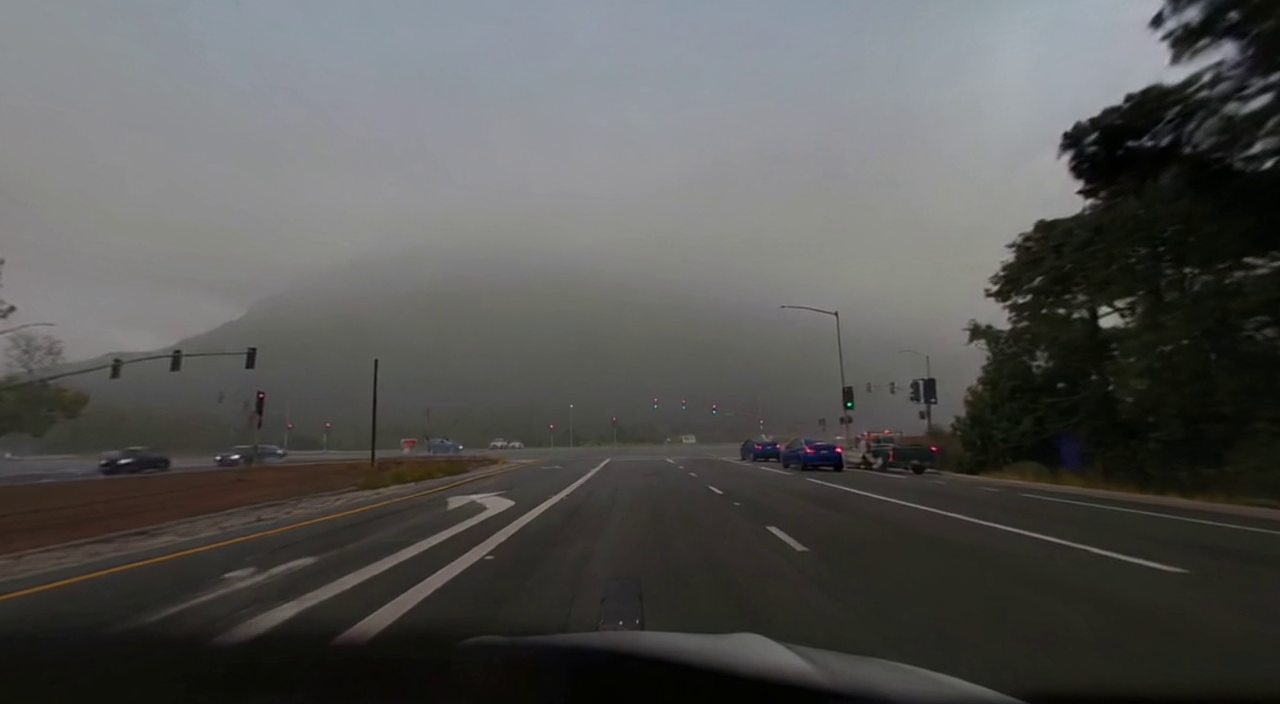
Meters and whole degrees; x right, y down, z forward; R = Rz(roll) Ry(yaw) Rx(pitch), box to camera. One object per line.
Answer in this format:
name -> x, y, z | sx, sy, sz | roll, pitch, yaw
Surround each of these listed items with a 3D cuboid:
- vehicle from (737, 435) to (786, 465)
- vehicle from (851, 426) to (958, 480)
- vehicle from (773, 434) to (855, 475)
vehicle -> 6.911, 5.621, 36.426 | 1.899, 1.570, 4.666 | 0, -8, 0
vehicle -> 9.517, 3.677, 23.226 | 1.977, 1.773, 4.646 | 0, -8, 1
vehicle -> 6.946, 4.149, 25.805 | 1.990, 1.480, 4.624 | 0, -8, 0
